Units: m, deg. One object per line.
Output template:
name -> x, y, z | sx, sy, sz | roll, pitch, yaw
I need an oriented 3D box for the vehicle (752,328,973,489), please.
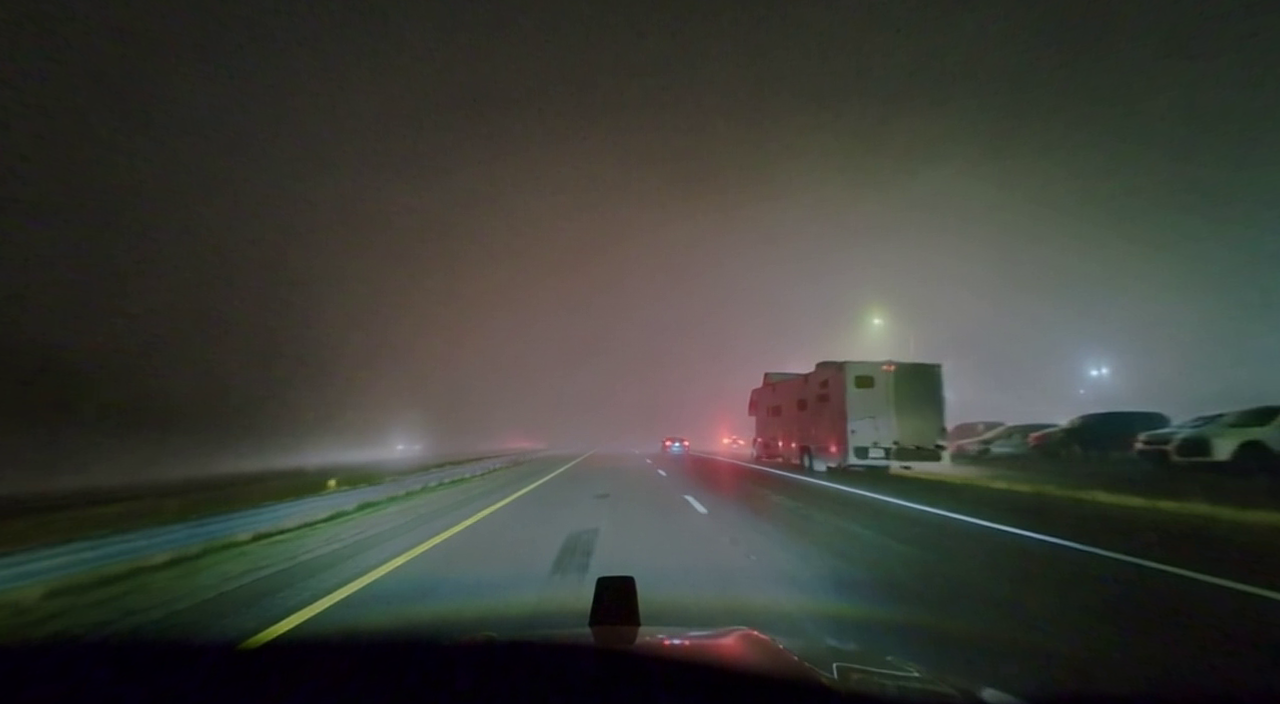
vehicle -> 6.884, 2.348, 23.052 | 2.937, 4.119, 14.096 | 0, -8, 0

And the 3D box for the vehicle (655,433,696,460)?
vehicle -> 1.993, 5.449, 36.477 | 2.037, 1.504, 4.248 | 0, -8, -2
